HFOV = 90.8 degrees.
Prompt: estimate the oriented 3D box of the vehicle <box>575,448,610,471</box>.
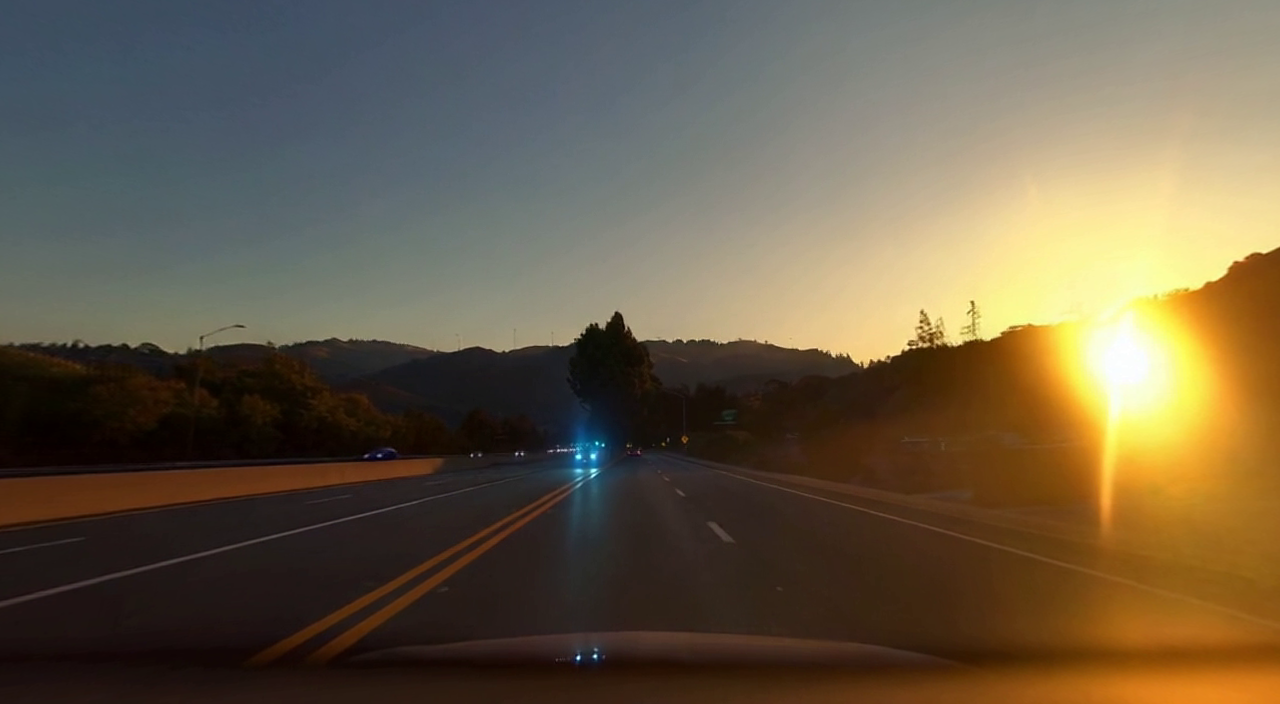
[{"bbox_3d":[-3.242,7.483,44.103,1.722,1.523,3.736,-1,-9,7],"label":"vehicle"}]
